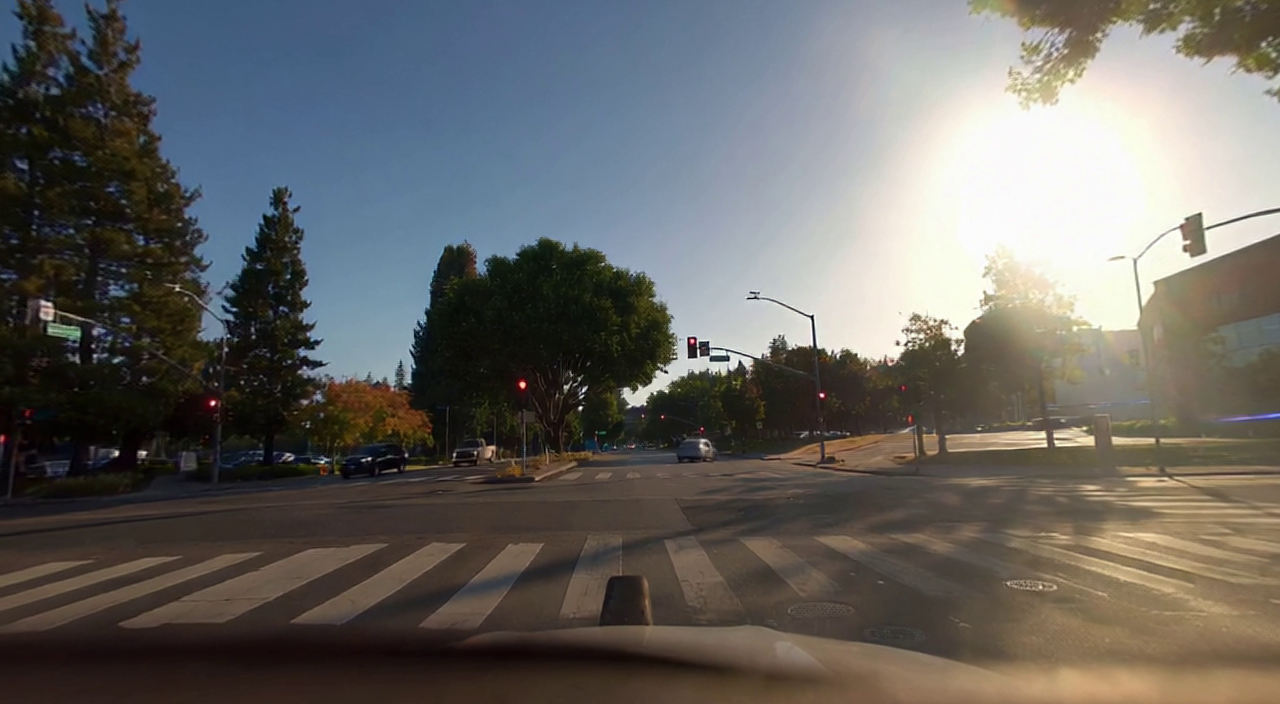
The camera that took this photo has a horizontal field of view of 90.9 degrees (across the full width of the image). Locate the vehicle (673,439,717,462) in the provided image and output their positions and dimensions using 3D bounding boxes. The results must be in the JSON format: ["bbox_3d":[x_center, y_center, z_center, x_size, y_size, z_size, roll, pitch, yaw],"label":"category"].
[{"bbox_3d":[3.871,6.831,43.702,2.521,1.522,4.418,-2,-9,12],"label":"vehicle"}]

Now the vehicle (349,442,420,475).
[{"bbox_3d":[-14.819,6.191,36.844,2.169,1.753,4.640,0,-9,1],"label":"vehicle"}]
